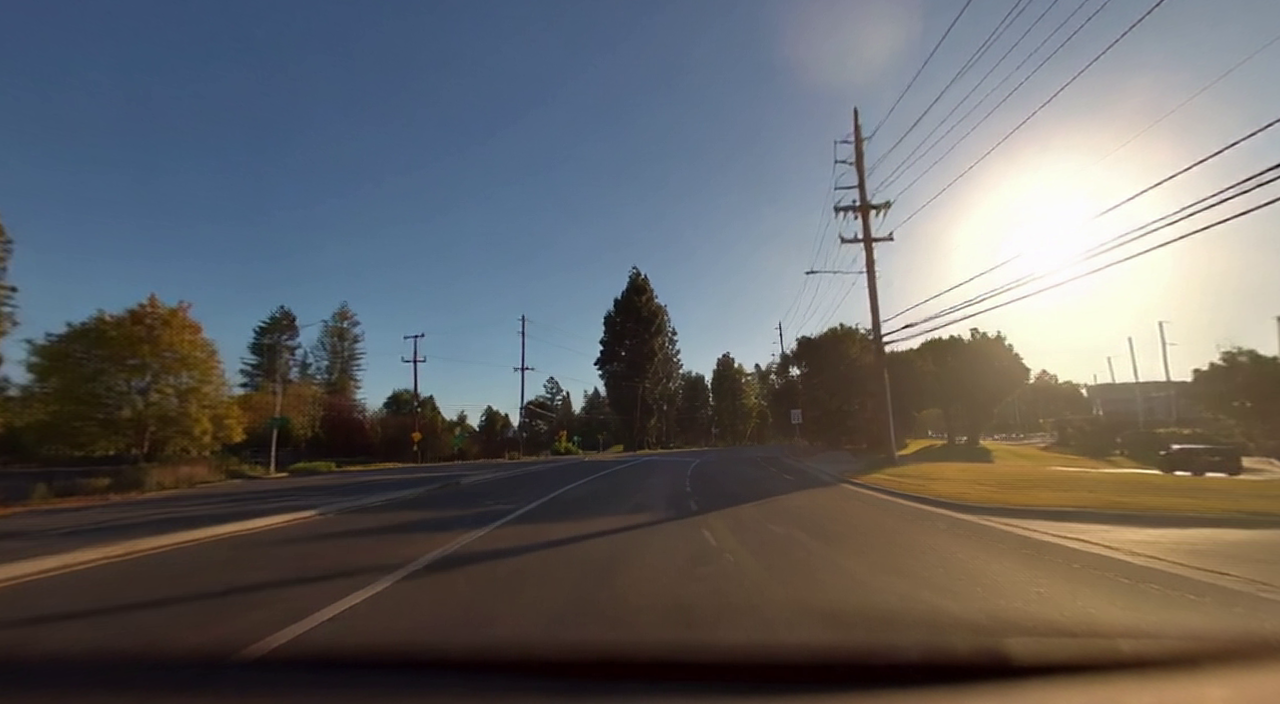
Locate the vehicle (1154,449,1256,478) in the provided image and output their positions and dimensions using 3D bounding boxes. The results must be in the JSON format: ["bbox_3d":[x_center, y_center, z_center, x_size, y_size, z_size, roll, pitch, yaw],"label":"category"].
[{"bbox_3d":[30.495,6.105,34.338,1.807,1.443,4.905,0,-11,12],"label":"vehicle"}]
